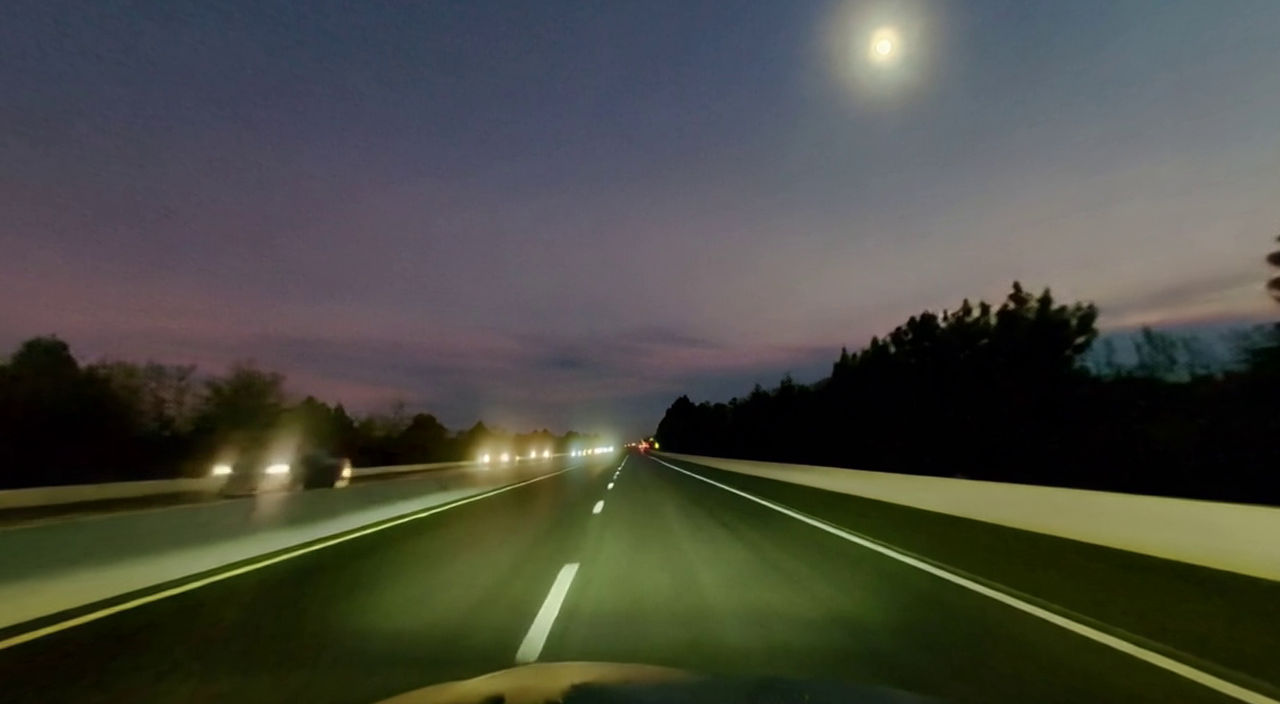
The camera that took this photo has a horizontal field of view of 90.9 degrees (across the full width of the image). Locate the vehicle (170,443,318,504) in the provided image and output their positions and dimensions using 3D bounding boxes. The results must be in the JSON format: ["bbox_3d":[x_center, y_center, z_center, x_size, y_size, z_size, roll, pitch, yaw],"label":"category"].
[{"bbox_3d":[-12.421,3.800,20.192,1.971,1.698,4.364,0,-9,-1],"label":"vehicle"}]
